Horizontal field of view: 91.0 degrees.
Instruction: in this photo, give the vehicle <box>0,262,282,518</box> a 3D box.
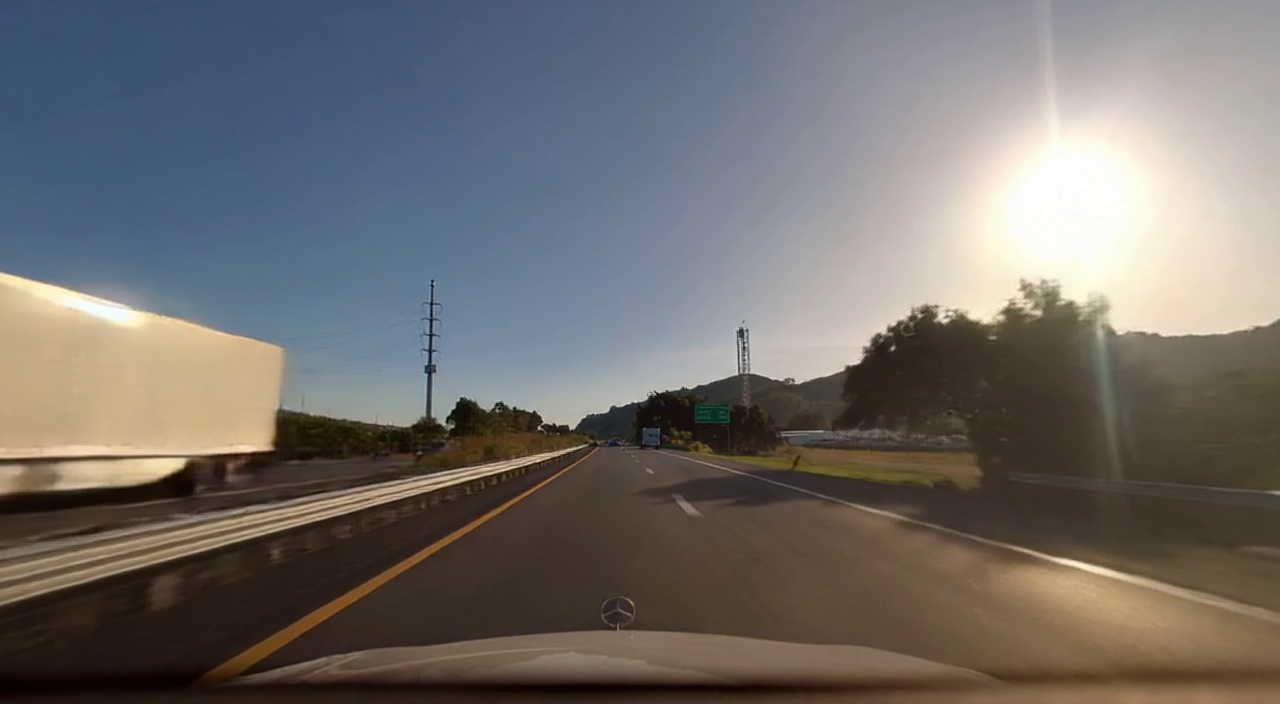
[{"bbox_3d":[-11.908,0.762,11.135,3.200,4.073,14.310,0,-8,-2],"label":"vehicle"}]
